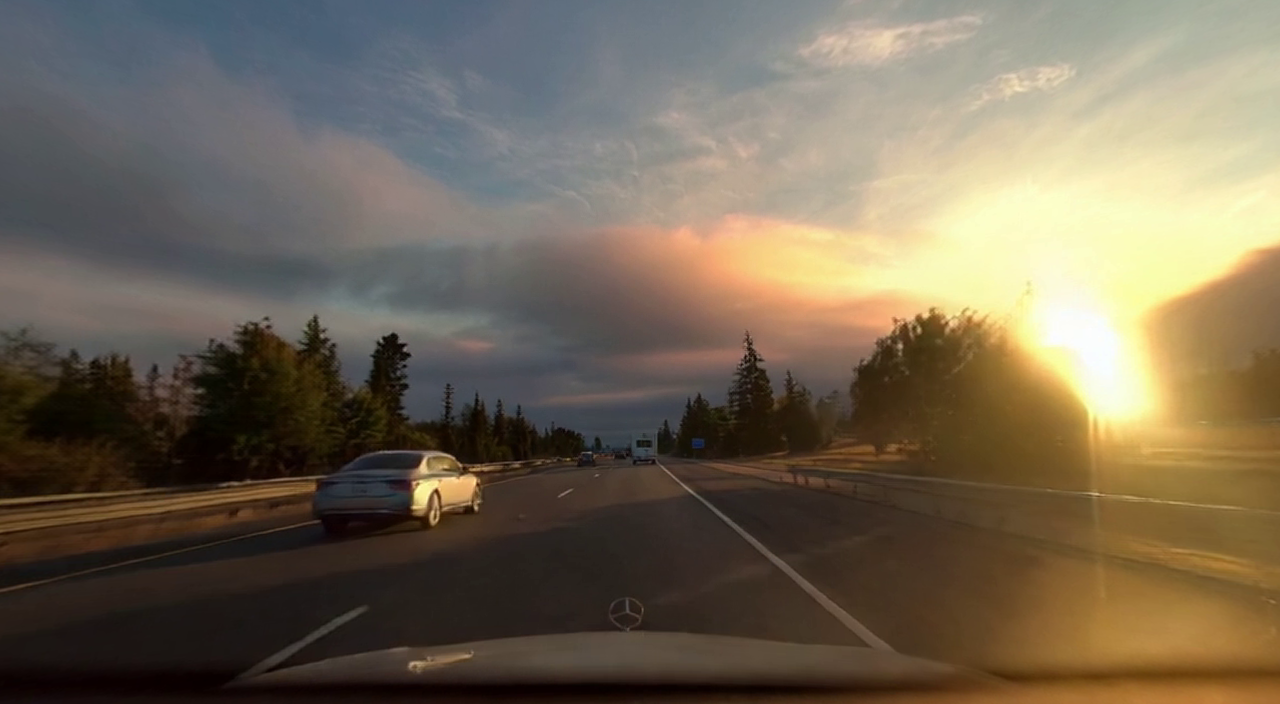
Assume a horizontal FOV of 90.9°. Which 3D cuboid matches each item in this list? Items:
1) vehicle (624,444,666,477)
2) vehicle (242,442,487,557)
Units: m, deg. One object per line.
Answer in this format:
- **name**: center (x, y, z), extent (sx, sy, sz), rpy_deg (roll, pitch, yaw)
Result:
- **vehicle**: center (0.261, 5.977, 34.769), extent (2.172, 1.687, 3.929), rpy_deg (0, -9, 0)
- **vehicle**: center (-4.115, 2.255, 10.416), extent (1.998, 1.460, 4.422), rpy_deg (0, -9, 1)
